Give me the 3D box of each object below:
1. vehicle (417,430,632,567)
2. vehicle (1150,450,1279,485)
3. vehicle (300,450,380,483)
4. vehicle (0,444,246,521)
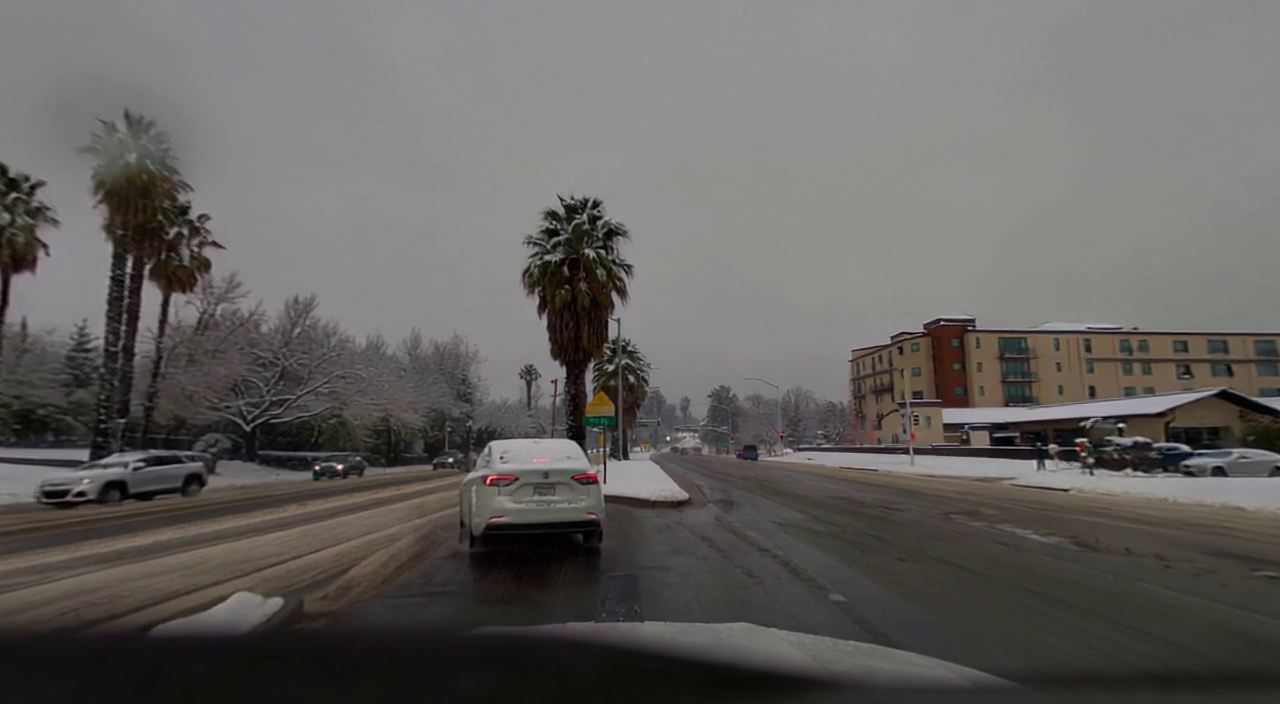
[{"bbox_3d":[-1.947,1.959,9.326,1.986,1.473,4.382,4,-9,-25],"label":"vehicle"},{"bbox_3d":[25.863,5.118,28.109,4.446,1.464,1.954,-1,-9,4],"label":"vehicle"},{"bbox_3d":[-14.875,5.671,31.623,2.099,1.464,4.615,1,-9,-5],"label":"vehicle"},{"bbox_3d":[-11.821,2.905,14.476,4.457,1.552,2.095,-2,-9,14],"label":"vehicle"}]
